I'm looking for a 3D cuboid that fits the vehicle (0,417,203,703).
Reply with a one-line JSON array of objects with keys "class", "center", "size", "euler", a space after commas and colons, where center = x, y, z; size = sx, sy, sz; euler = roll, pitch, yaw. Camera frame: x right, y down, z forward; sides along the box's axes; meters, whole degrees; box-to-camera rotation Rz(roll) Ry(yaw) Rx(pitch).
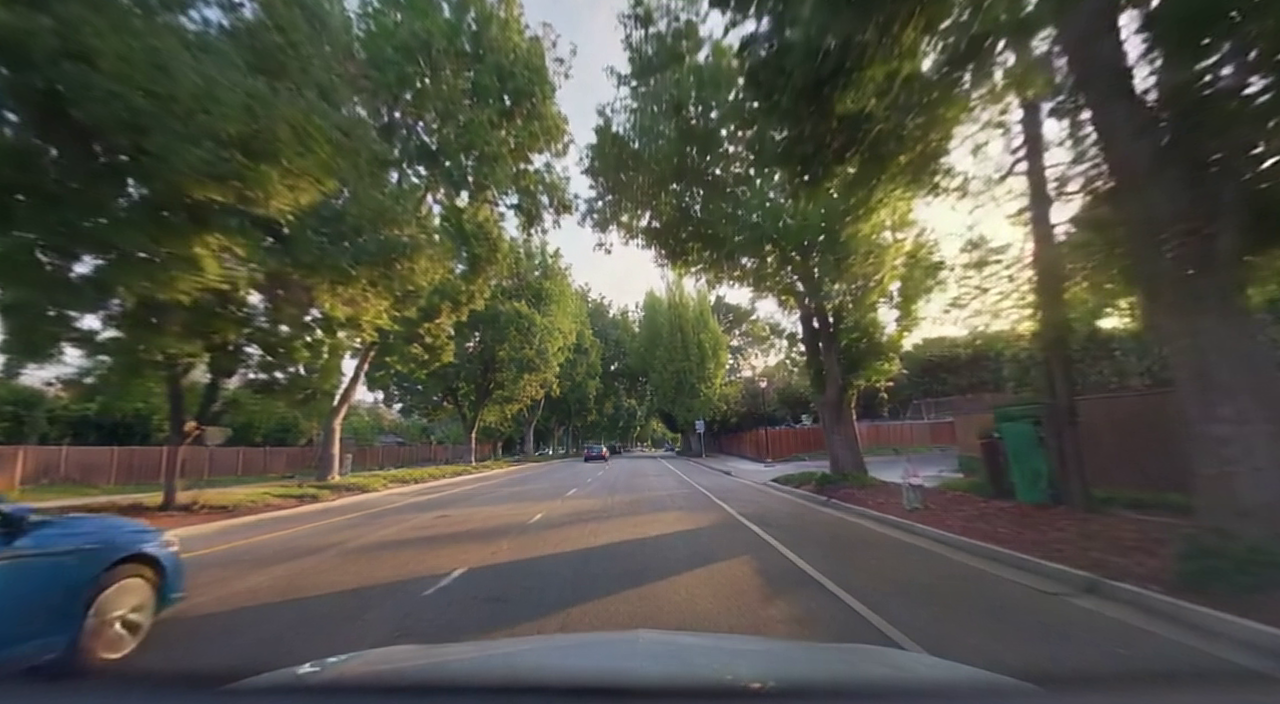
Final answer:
[{"class": "vehicle", "center": [-3.875, 0.895, 2.007], "size": [1.870, 1.431, 4.317], "euler": [0, -8, 0]}]
